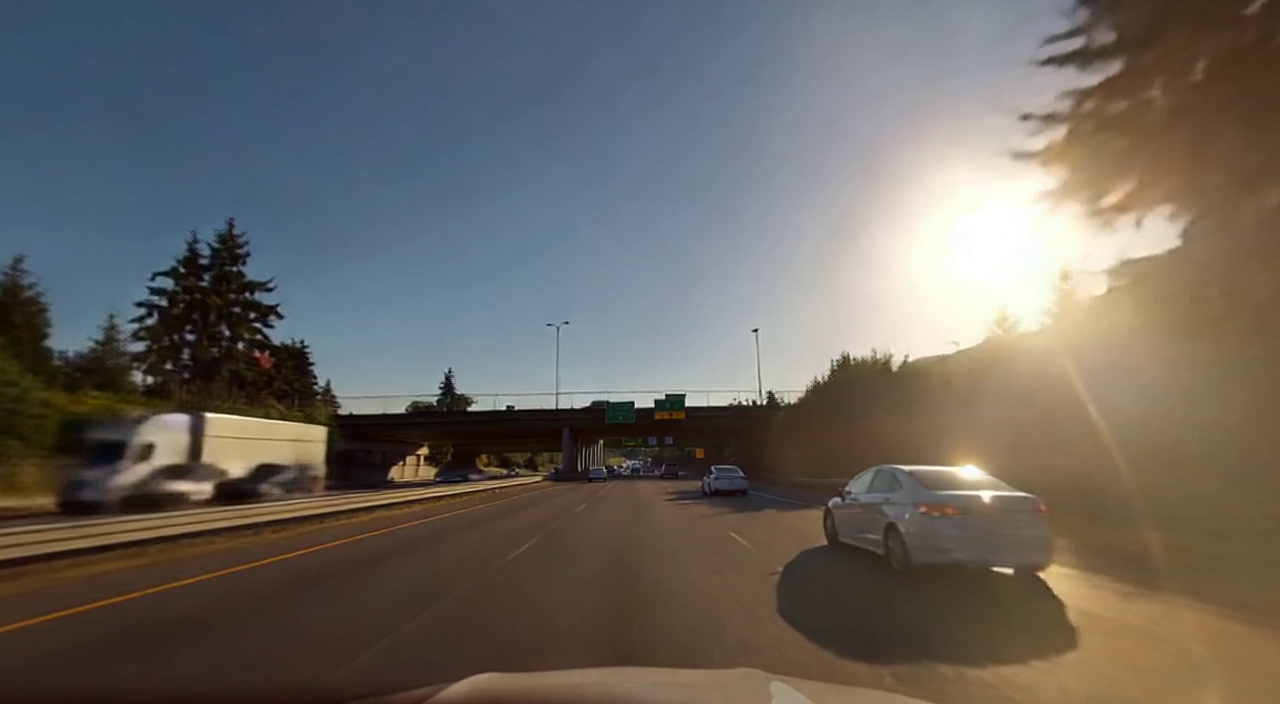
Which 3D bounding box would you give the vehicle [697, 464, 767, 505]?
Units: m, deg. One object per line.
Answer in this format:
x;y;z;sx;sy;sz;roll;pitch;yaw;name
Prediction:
3.592;5.302;25.482;2.051;1.472;4.547;1;-11;-1;vehicle

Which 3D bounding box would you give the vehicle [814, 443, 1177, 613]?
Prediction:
4.051;2.119;8.405;2.010;1.579;4.679;1;-11;-1;vehicle

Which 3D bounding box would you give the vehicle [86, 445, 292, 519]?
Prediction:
-12.484;3.660;18.029;2.050;1.763;5.114;1;-11;0;vehicle

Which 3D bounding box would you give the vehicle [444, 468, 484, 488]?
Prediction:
-13.091;9.415;47.136;1.893;1.440;3.550;1;-11;1;vehicle
